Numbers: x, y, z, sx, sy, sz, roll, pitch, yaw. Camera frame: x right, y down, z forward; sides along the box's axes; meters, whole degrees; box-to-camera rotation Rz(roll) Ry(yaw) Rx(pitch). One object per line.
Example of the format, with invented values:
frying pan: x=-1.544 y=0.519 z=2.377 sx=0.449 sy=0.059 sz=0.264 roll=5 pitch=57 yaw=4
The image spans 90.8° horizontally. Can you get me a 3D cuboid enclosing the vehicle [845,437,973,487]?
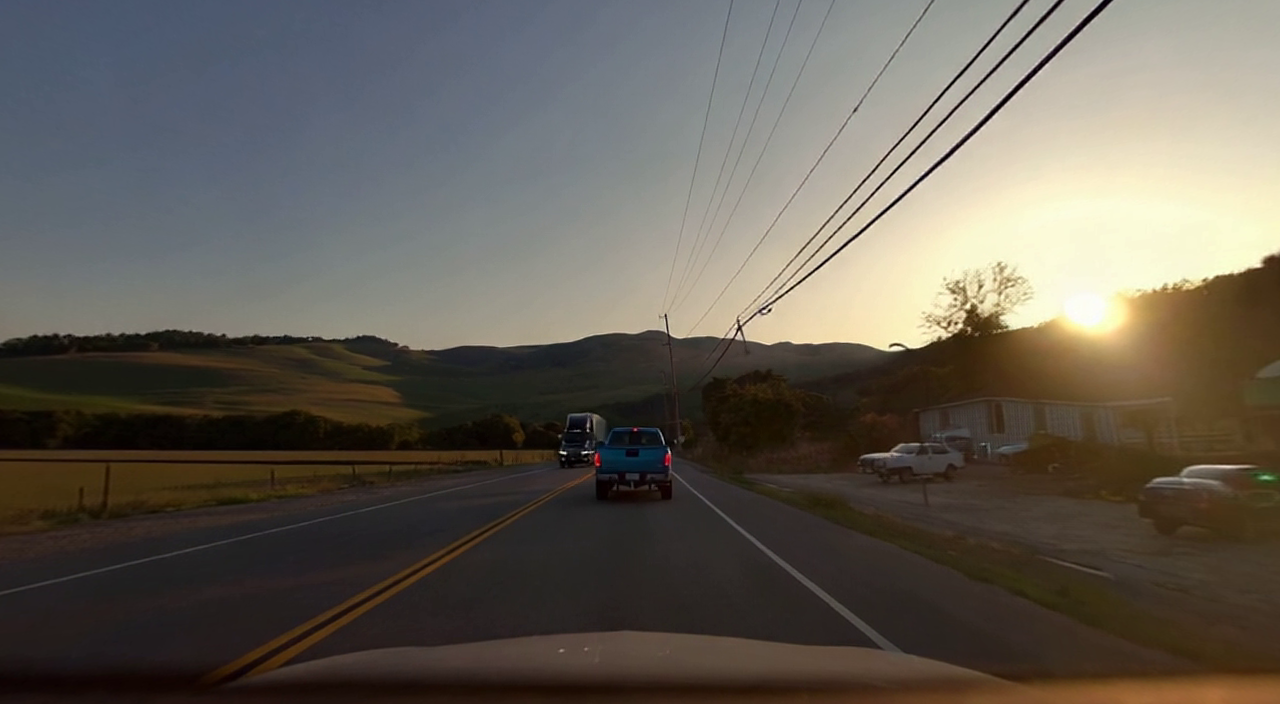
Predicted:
vehicle: x=10.750 y=4.310 z=25.076 sx=5.304 sy=1.754 sz=2.340 roll=7 pitch=-11 yaw=-38

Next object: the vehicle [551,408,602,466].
vehicle: x=-4.626 y=6.513 z=47.851 sx=3.063 sy=3.986 sz=7.883 roll=0 pitch=-8 yaw=0

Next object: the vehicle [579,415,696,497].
vehicle: x=-0.059 y=3.161 z=19.607 sx=2.921 sy=2.031 sz=7.416 roll=0 pitch=-8 yaw=0

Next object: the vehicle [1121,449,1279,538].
vehicle: x=11.938 y=2.688 z=12.654 sx=4.571 sy=1.451 sz=1.906 roll=5 pitch=-10 yaw=-29
